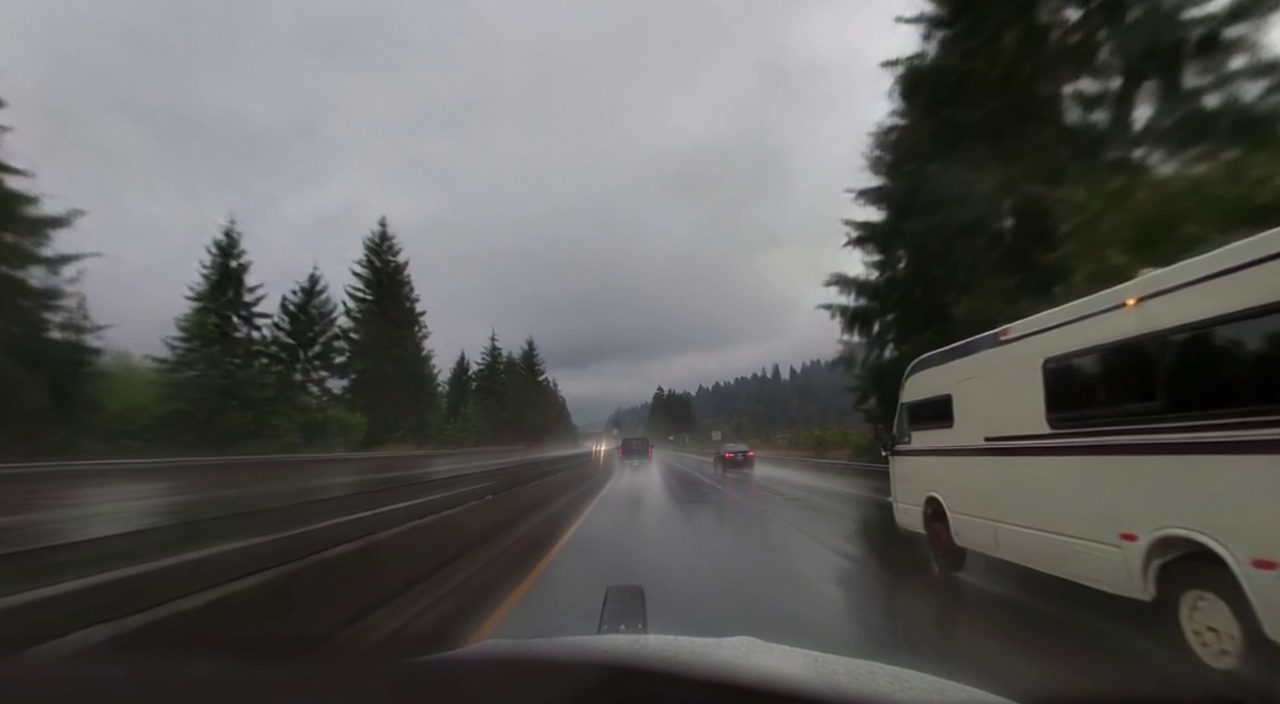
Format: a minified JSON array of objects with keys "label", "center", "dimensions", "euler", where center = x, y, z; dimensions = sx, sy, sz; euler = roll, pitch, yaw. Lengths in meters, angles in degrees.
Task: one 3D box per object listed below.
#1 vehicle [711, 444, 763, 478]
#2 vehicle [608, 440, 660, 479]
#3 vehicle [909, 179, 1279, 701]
[{"label":"vehicle","center":[4.317,4.900,28.504],"dimensions":[1.757,1.459,3.398],"euler":[0,-9,-1]},{"label":"vehicle","center":[-0.259,4.703,27.728],"dimensions":[2.120,1.575,4.018],"euler":[0,-9,0]},{"label":"vehicle","center":[4.879,0.660,4.546],"dimensions":[2.745,2.832,7.035],"euler":[1,-9,0]}]
